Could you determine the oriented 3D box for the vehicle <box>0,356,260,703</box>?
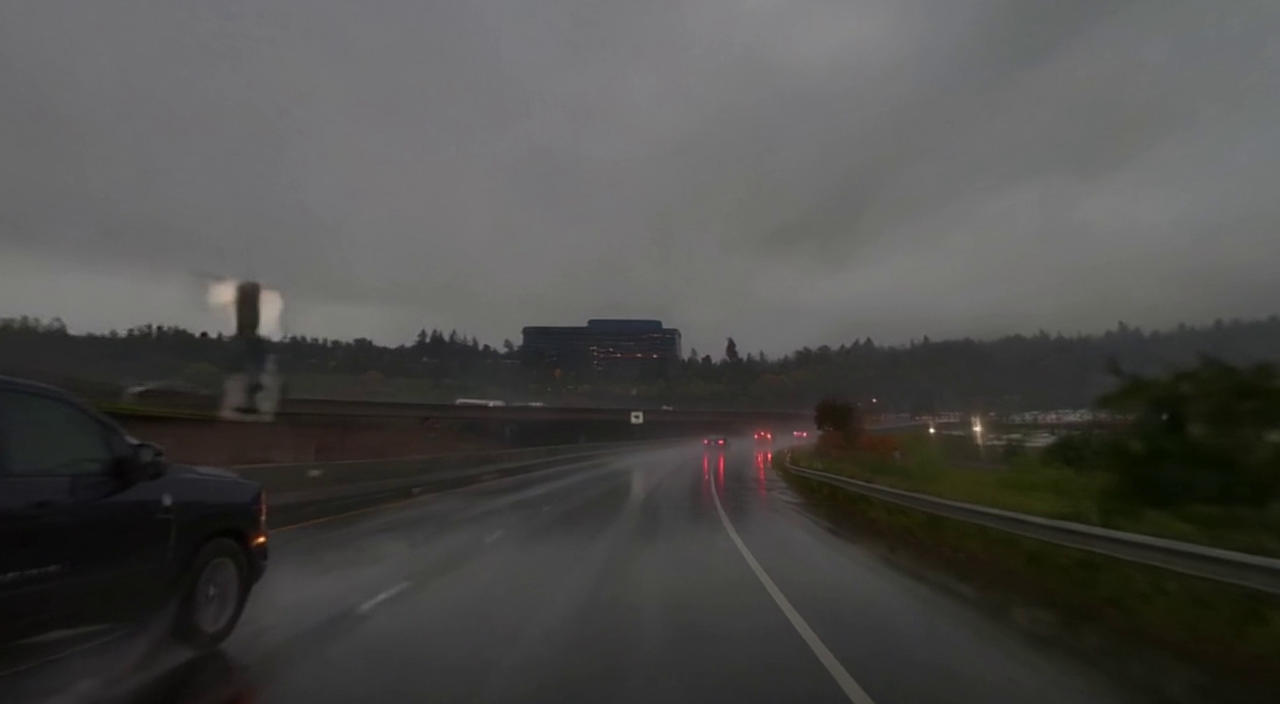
[{"bbox_3d":[-3.671,0.723,1.757,2.106,1.640,4.853,0,-9,1],"label":"vehicle"}]
